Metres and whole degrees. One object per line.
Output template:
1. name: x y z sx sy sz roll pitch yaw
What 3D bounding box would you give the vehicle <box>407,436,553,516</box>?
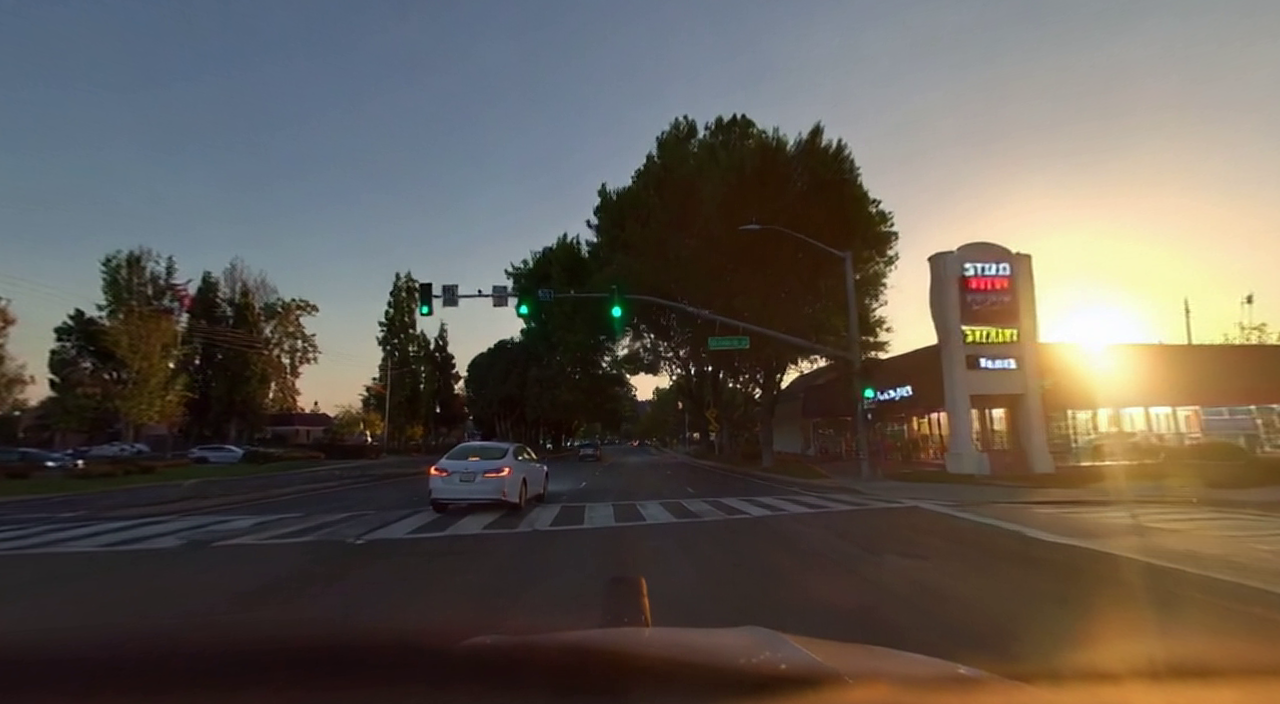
1. vehicle: -3.309 2.649 14.099 2.018 1.477 4.401 0 -8 1

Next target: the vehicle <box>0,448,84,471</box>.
1. vehicle: -40.551 7.244 42.663 1.716 1.438 4.412 0 -9 0

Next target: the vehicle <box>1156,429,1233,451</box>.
1. vehicle: 39.013 6.212 44.398 1.627 1.455 3.562 2 -8 -24

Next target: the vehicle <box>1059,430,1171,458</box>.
1. vehicle: 33.261 6.468 44.363 2.079 1.837 5.802 5 -10 -30

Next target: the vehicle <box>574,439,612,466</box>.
1. vehicle: -3.053 6.610 41.637 2.109 1.692 4.220 0 -8 1
